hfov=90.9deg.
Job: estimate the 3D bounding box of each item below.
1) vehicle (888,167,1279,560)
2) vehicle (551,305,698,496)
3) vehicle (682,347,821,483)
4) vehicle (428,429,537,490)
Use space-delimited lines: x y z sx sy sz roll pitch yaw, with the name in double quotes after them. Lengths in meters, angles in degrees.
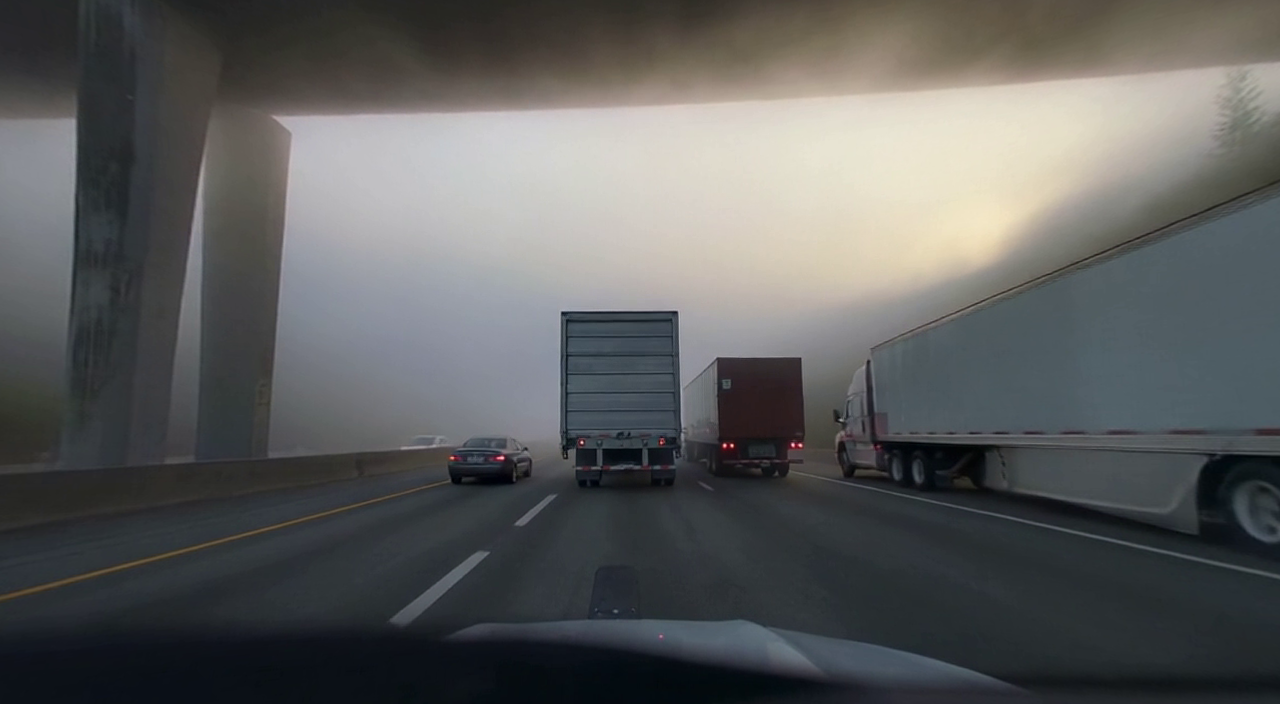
8.209 0.576 10.027 3.000 4.114 13.063 0 -8 -1 "vehicle"
-0.536 1.724 18.759 3.090 4.065 10.702 0 -8 -2 "vehicle"
3.550 2.543 23.701 2.817 3.886 11.491 0 -8 -2 "vehicle"
-4.163 2.884 17.332 2.049 1.483 3.786 0 -8 0 "vehicle"
